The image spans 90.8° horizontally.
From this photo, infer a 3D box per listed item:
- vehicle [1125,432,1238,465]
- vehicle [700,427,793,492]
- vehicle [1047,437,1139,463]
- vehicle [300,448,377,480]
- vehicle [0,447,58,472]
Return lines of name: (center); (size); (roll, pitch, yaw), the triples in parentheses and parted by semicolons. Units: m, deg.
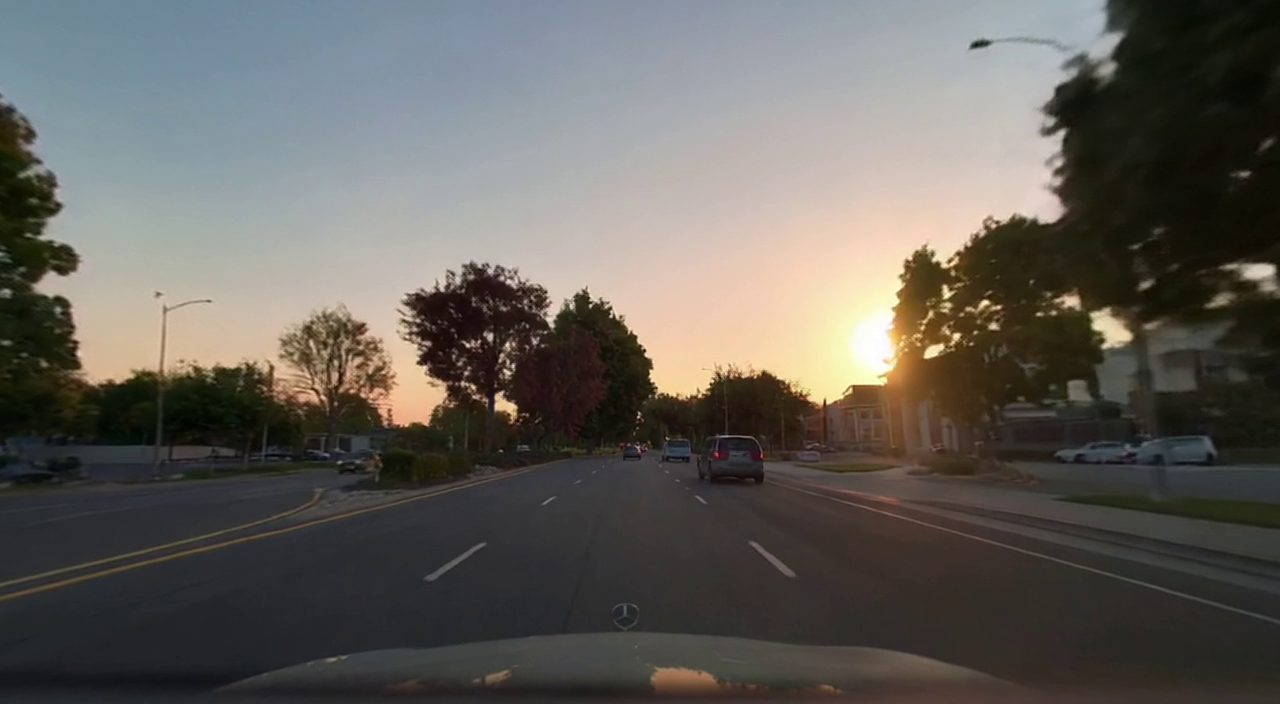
vehicle: (31.165, 5.519, 36.421); (5.111, 1.834, 2.093); (1, -8, -11)
vehicle: (3.210, 3.363, 20.017); (2.060, 1.816, 4.343); (0, -8, -2)
vehicle: (30.316, 6.567, 42.379); (4.607, 1.683, 2.217); (1, -8, -8)
vehicle: (-16.392, 6.092, 34.661); (1.988, 1.619, 4.561); (0, -8, 0)
vehicle: (-45.981, 7.741, 45.683); (5.412, 1.708, 2.213); (0, -8, -1)
